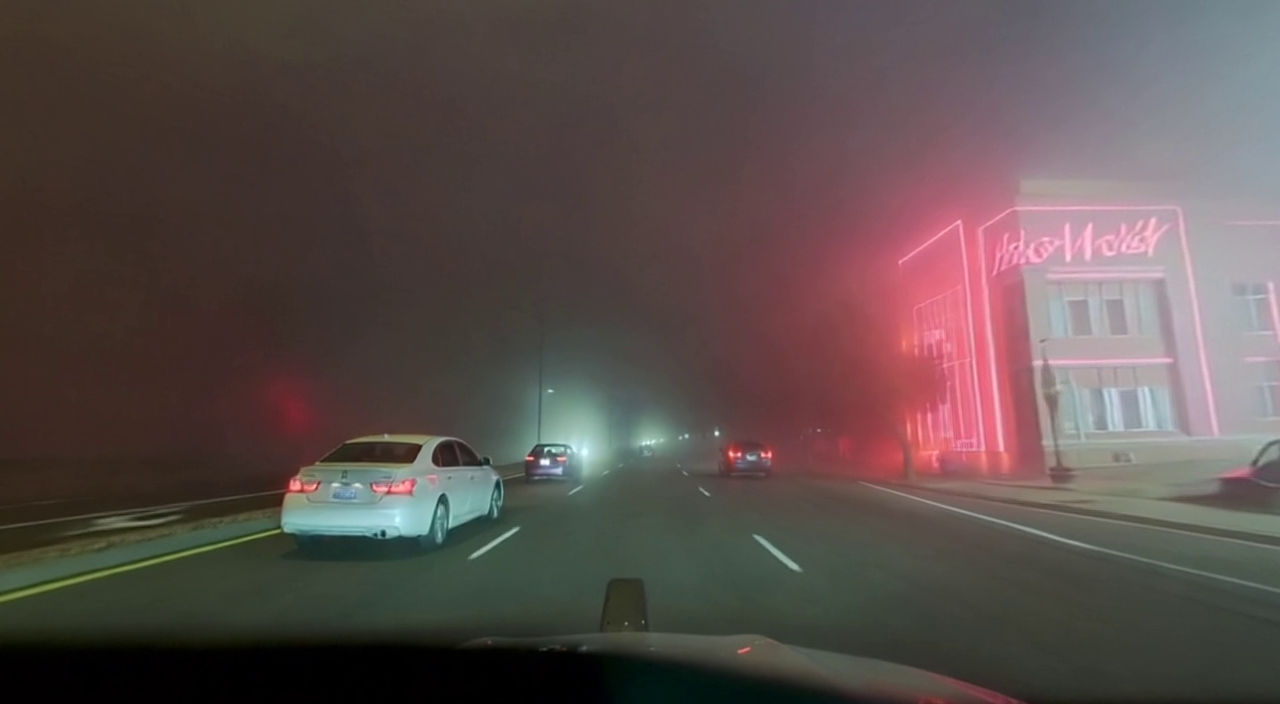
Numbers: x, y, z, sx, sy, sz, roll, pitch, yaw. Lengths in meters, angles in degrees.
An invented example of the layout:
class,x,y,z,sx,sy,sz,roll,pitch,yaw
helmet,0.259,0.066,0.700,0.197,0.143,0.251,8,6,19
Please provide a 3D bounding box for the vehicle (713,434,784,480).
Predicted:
class,x,y,z,sx,sy,sz,roll,pitch,yaw
vehicle,4.330,4.261,25.840,2.103,1.699,4.171,0,-8,0

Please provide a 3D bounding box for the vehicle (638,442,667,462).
class,x,y,z,sx,sy,sz,roll,pitch,yaw
vehicle,1.009,7.835,49.677,2.164,1.477,3.988,0,-8,2

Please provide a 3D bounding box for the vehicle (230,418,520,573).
class,x,y,z,sx,sy,sz,roll,pitch,yaw
vehicle,-3.143,1.794,8.748,2.118,1.568,4.436,0,-8,-1

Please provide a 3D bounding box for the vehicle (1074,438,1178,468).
class,x,y,z,sx,sy,sz,roll,pitch,yaw
vehicle,29.729,6.194,38.680,4.667,1.674,1.767,-1,-9,11

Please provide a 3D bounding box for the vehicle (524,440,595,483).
class,x,y,z,sx,sy,sz,roll,pitch,yaw
vehicle,-2.922,4.084,23.888,1.980,1.454,4.226,0,-8,2
